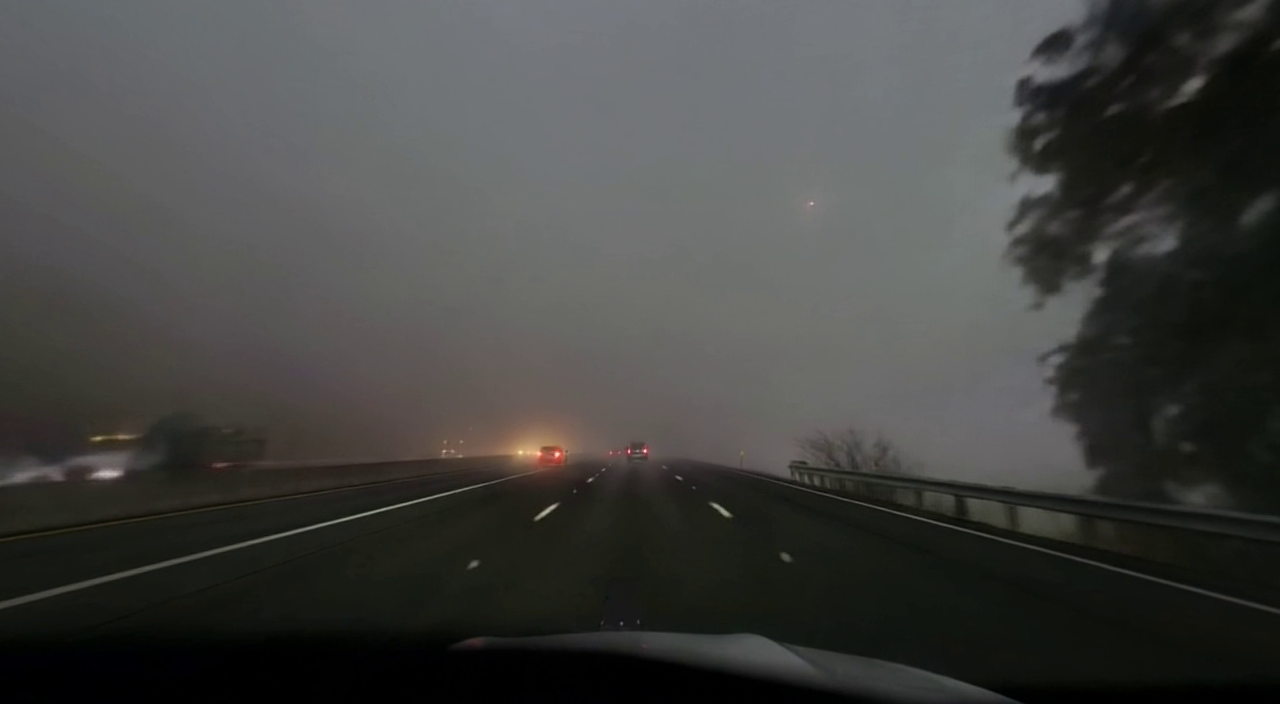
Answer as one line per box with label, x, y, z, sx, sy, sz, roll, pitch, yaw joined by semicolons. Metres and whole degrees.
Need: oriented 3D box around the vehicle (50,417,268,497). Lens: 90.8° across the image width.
vehicle;-19.420;4.336;26.425;2.726;2.788;8.084;0;-9;0
